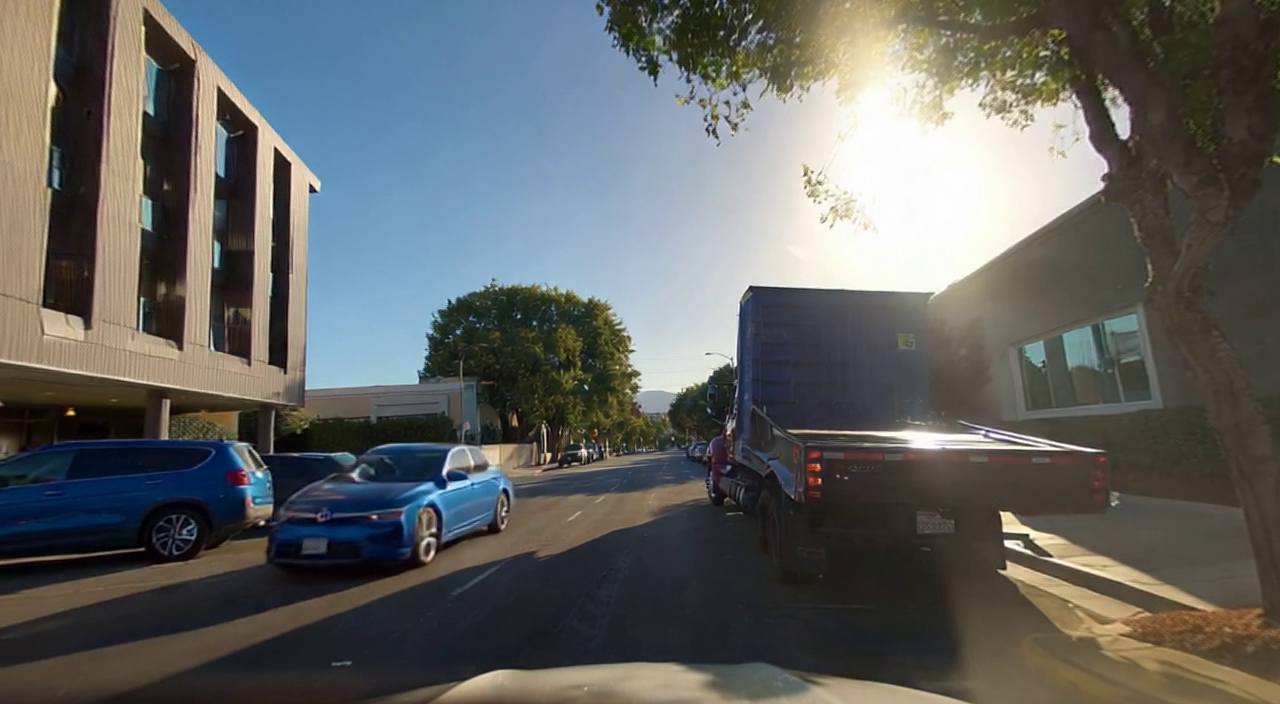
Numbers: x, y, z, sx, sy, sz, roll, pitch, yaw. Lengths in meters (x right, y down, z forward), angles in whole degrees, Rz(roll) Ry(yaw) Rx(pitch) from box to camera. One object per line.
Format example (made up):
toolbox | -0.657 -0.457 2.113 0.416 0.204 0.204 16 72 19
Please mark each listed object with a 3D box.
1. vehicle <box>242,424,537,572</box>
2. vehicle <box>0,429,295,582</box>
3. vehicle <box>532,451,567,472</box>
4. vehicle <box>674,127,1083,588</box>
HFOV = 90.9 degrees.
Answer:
vehicle | -3.190 1.958 9.360 2.311 1.631 4.510 0 -8 3
vehicle | -8.158 2.099 9.166 5.022 1.872 2.137 7 -11 -41
vehicle | -7.053 8.523 49.333 1.798 1.459 4.306 -1 -8 4
vehicle | 2.527 0.792 11.303 3.320 4.034 11.553 -1 -8 5
